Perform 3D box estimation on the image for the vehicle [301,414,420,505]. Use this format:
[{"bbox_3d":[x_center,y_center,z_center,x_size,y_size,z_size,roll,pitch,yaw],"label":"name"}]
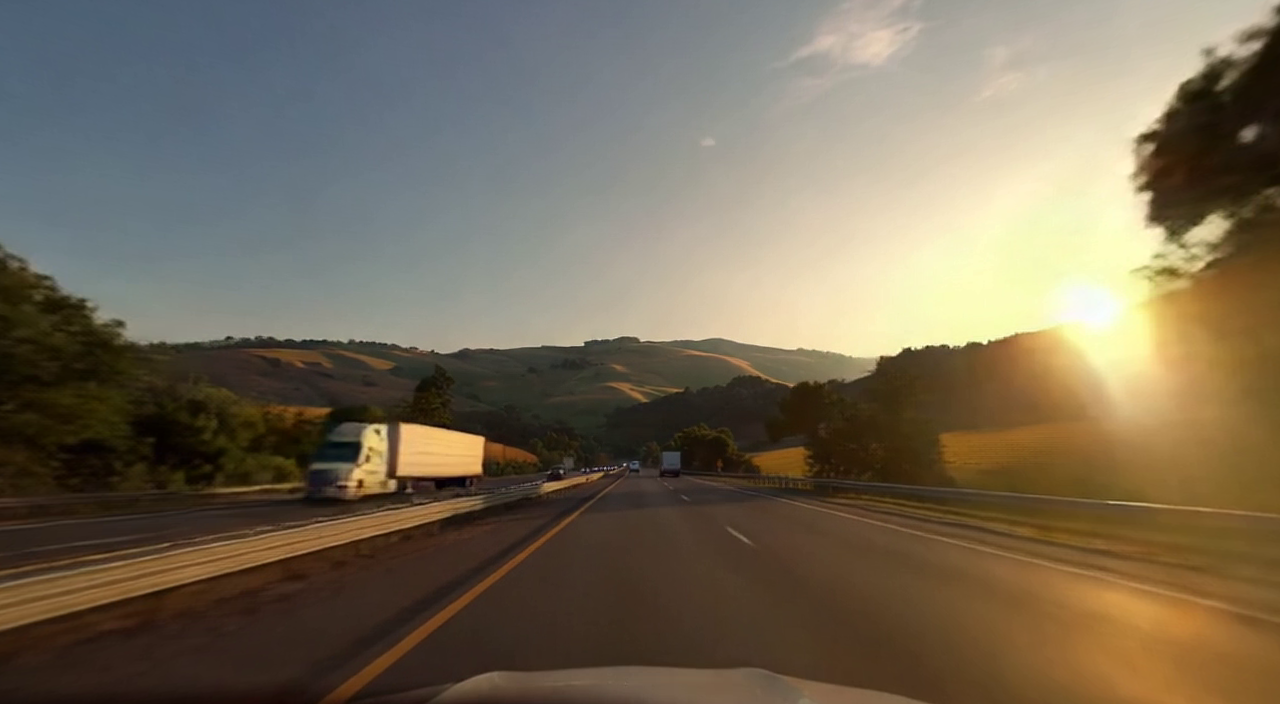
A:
[{"bbox_3d":[-13.472,5.308,30.960,3.026,3.995,5.825,1,-11,0],"label":"vehicle"}]
